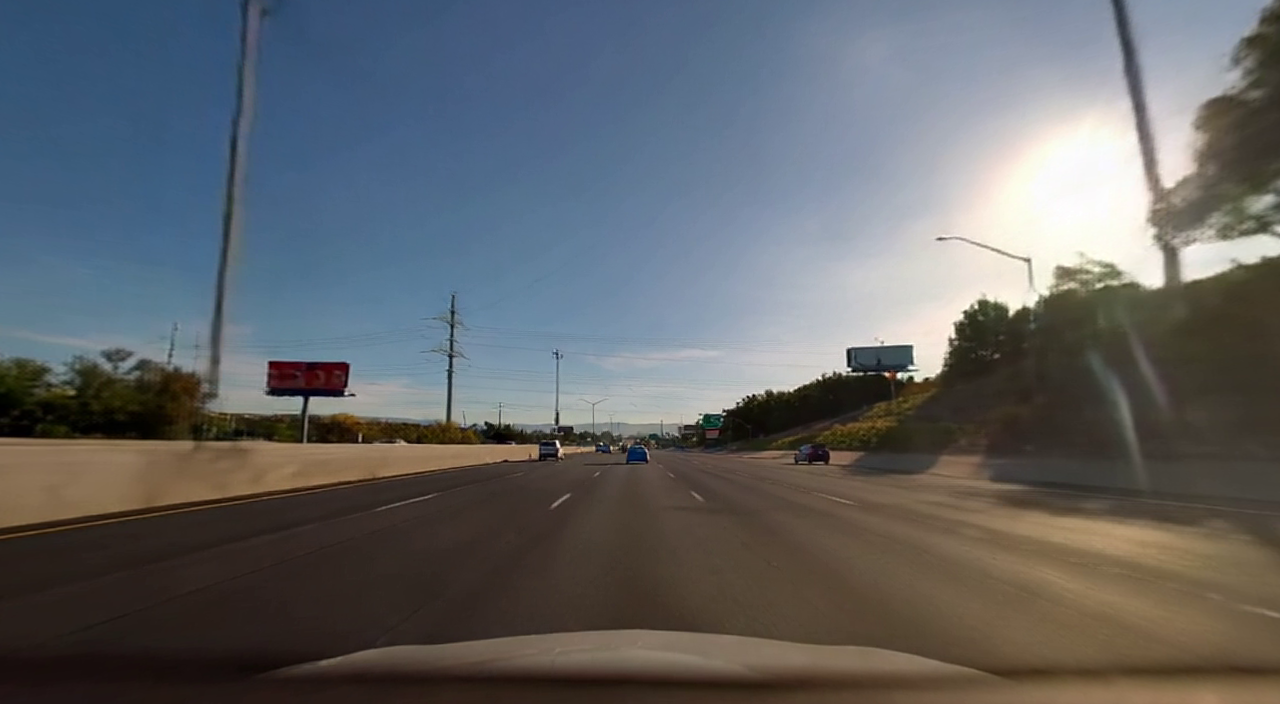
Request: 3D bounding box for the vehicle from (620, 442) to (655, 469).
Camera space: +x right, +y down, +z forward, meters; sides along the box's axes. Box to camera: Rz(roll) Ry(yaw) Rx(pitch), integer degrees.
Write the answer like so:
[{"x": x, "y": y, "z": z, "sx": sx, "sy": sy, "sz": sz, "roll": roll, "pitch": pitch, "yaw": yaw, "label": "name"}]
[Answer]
[{"x": -0.174, "y": 6.434, "z": 39.464, "sx": 2.074, "sy": 1.574, "sz": 3.971, "roll": 0, "pitch": -8, "yaw": -1, "label": "vehicle"}]
